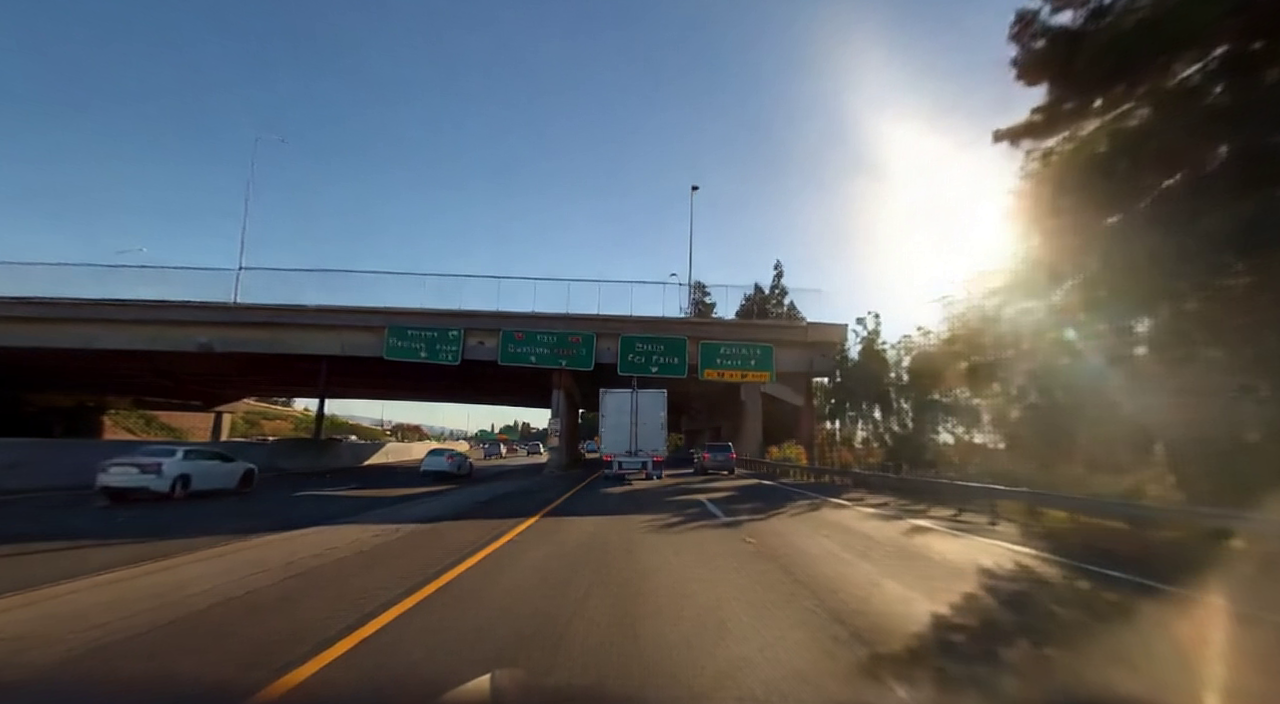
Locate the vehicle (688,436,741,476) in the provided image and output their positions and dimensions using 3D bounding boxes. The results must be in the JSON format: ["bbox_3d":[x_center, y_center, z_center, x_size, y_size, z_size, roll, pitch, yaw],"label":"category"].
[{"bbox_3d":[3.963,5.660,34.509,2.174,1.968,5.016,0,-9,-1],"label":"vehicle"}]

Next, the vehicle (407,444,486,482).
[{"bbox_3d":[-8.414,4.853,27.938,2.057,1.506,4.829,0,-9,-2],"label":"vehicle"}]

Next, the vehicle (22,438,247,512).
[{"bbox_3d":[-11.840,2.889,15.267,1.906,1.510,4.303,0,-9,-1],"label":"vehicle"}]

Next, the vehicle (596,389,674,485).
[{"bbox_3d":[-0.279,4.024,29.225,2.916,3.584,10.841,0,-9,-1],"label":"vehicle"}]
